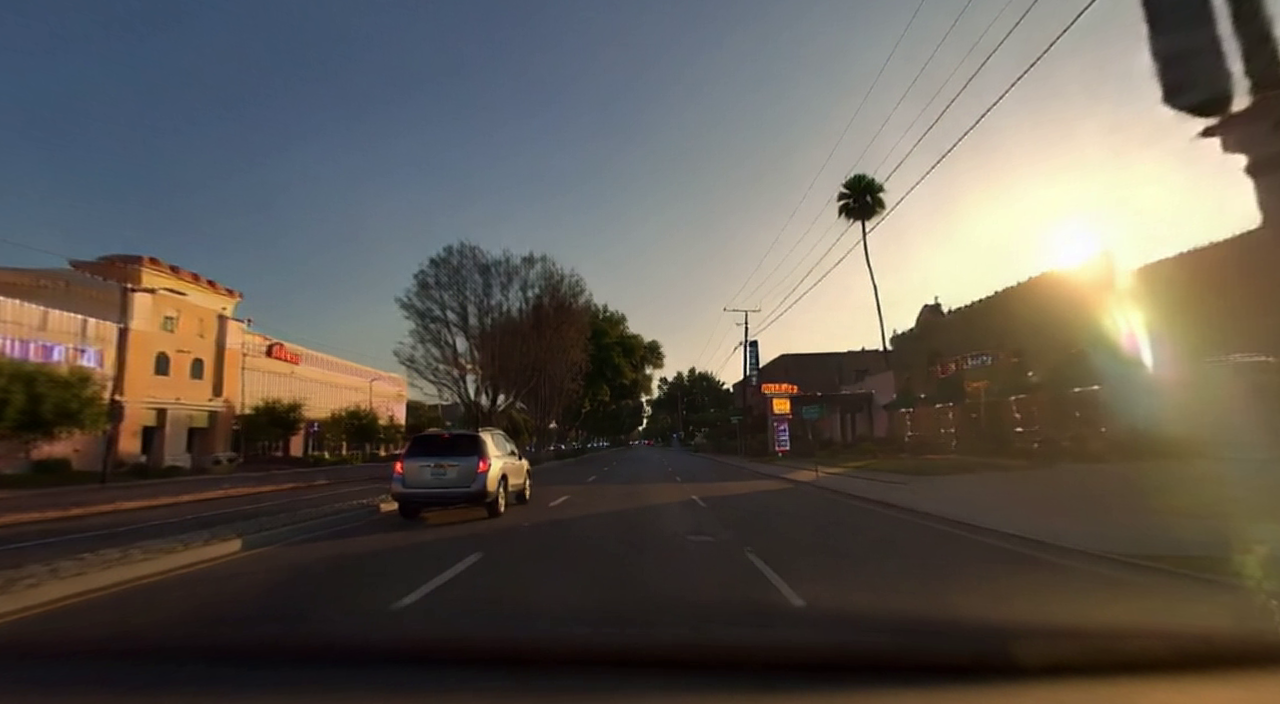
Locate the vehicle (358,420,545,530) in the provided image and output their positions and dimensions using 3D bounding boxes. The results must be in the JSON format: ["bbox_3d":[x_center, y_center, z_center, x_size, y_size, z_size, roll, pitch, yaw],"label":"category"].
[{"bbox_3d":[-3.295,2.245,12.183,2.062,1.693,4.669,0,-8,1],"label":"vehicle"}]
